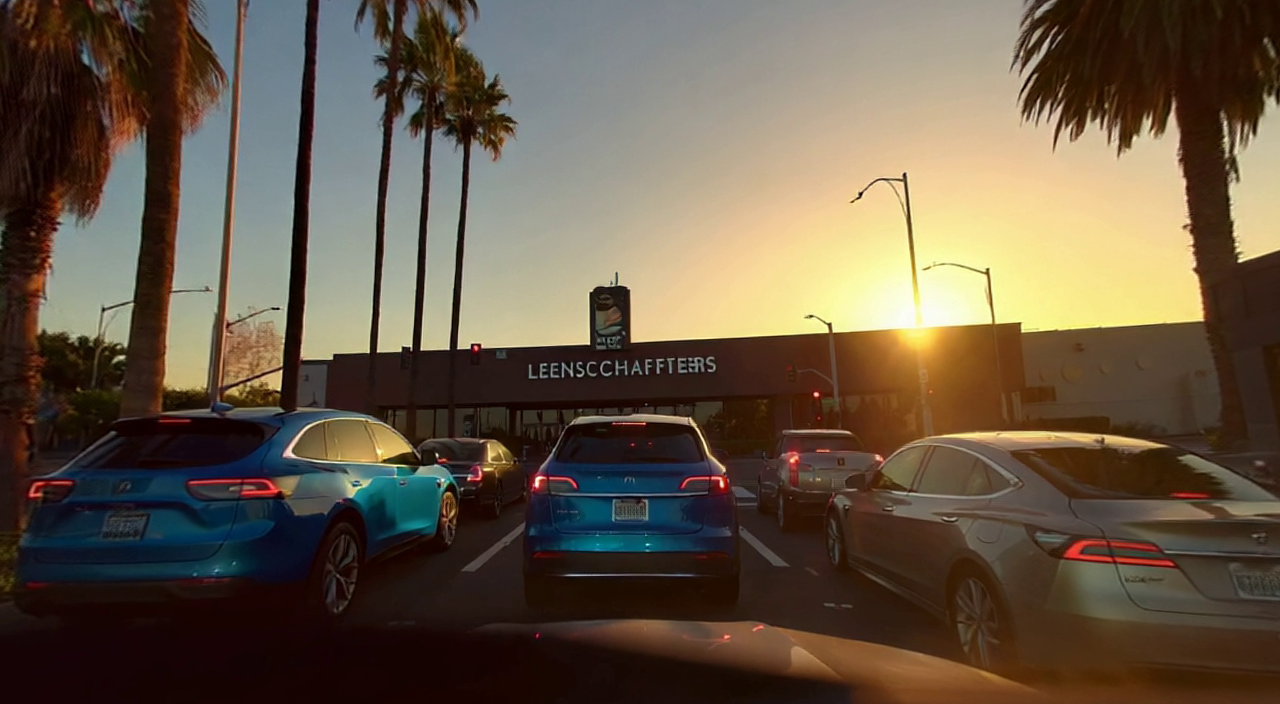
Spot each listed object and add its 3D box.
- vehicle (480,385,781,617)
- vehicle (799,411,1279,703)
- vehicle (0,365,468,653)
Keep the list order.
[{"bbox_3d":[-0.132,1.454,7.056,2.280,1.747,4.361,0,-8,-2],"label":"vehicle"},{"bbox_3d":[2.965,1.368,5.256,2.017,1.491,4.611,0,-8,-1],"label":"vehicle"},{"bbox_3d":[-3.350,1.276,6.122,2.014,1.755,4.360,0,-8,1],"label":"vehicle"}]
